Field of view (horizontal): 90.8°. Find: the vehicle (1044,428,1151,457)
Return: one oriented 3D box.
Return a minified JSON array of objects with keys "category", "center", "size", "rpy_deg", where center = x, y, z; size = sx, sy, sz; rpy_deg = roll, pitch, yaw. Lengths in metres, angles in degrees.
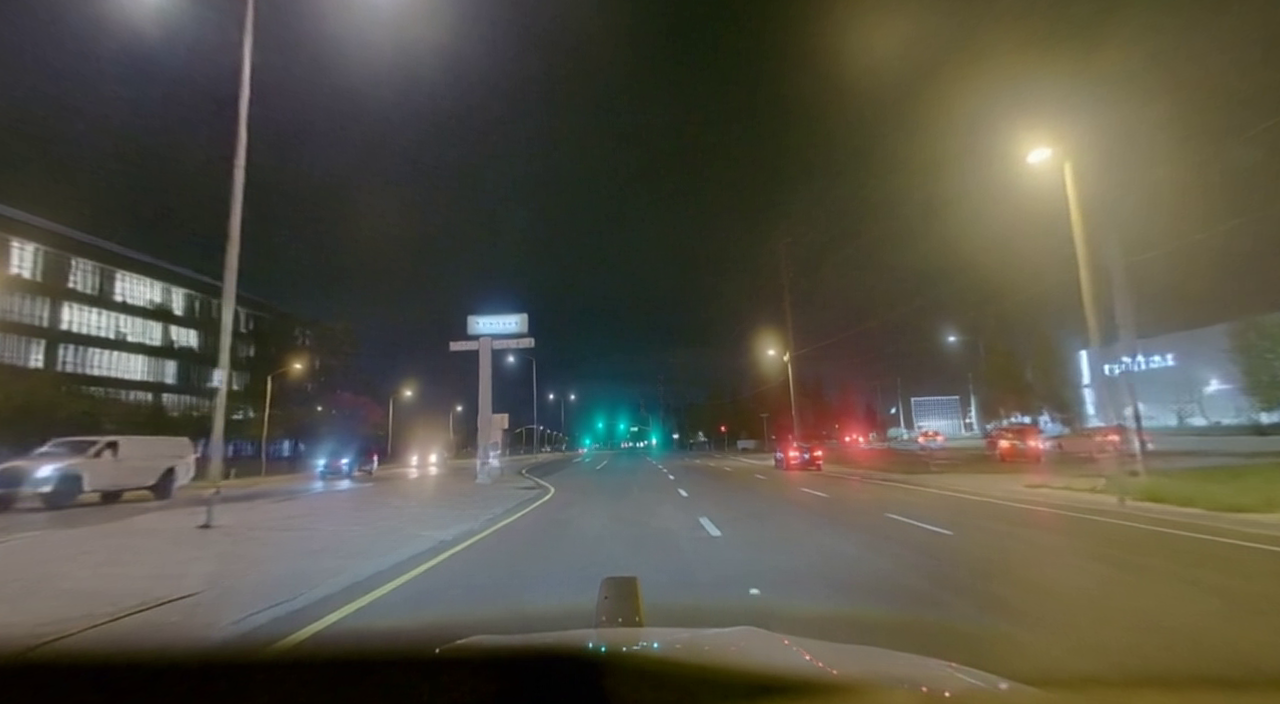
[{"category":"vehicle","center":[31.563,6.232,43.696],"size":[5.509,1.904,2.614],"rpy_deg":[1,-8,-6]}]

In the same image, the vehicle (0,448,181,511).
[{"category":"vehicle","center":[-18.613,4.114,20.966],"size":[2.575,1.738,5.473],"rpy_deg":[-2,-8,1]}]

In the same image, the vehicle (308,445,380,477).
[{"category":"vehicle","center":[-18.267,6.706,39.256],"size":[2.041,1.826,4.878],"rpy_deg":[-1,-8,0]}]

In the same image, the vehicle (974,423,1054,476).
[{"category":"vehicle","center":[17.128,4.427,29.071],"size":[1.686,2.284,3.164],"rpy_deg":[0,-7,1]}]
